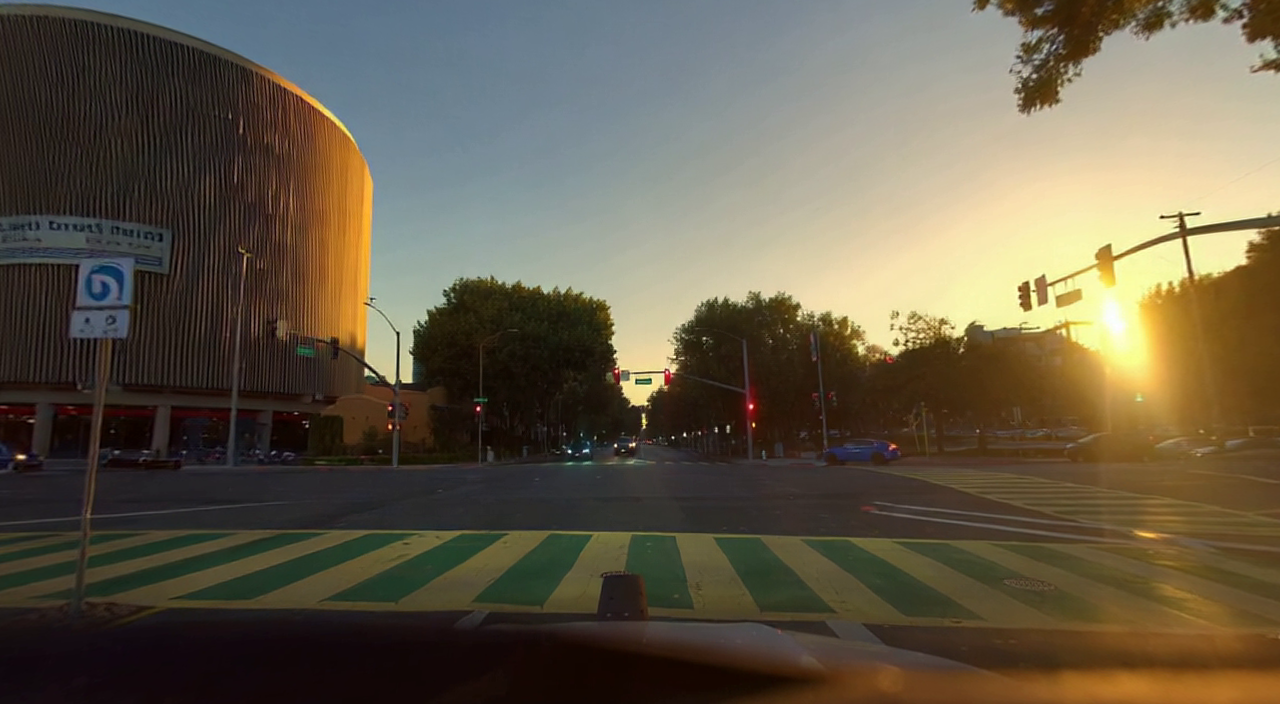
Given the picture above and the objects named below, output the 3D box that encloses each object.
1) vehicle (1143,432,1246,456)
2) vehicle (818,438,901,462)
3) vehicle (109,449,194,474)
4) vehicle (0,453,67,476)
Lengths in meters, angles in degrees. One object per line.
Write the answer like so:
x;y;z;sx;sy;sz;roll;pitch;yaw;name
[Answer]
36.171;6.024;41.200;4.767;1.456;1.858;-1;-8;3;vehicle
13.559;6.088;39.199;4.529;1.457;1.981;-1;-9;8;vehicle
-33.072;7.404;42.751;4.136;1.661;1.857;0;-8;1;vehicle
-41.656;7.636;42.764;3.698;1.467;1.779;0;-8;1;vehicle
